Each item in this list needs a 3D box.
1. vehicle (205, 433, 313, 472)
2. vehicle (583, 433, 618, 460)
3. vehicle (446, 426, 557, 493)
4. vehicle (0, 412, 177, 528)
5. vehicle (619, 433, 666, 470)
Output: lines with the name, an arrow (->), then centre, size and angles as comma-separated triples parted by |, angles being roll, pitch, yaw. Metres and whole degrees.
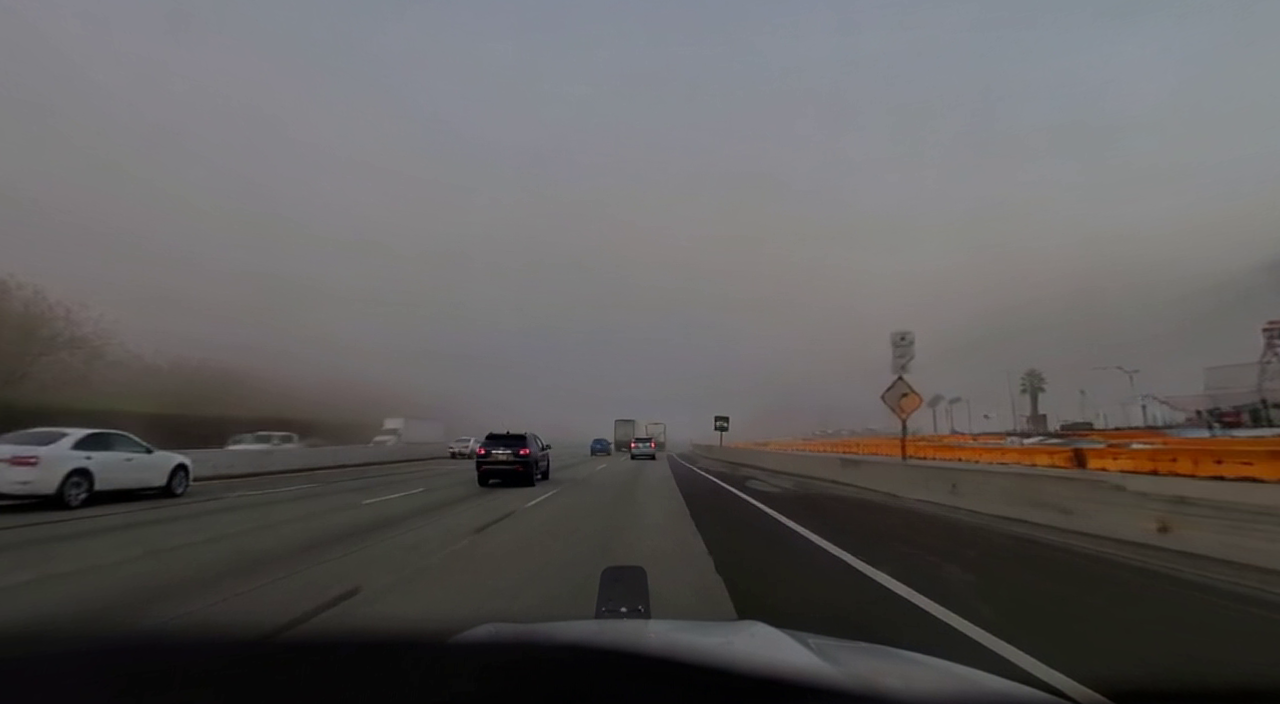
vehicle -> -17.456, 4.599, 29.215 | 2.045, 1.637, 4.560 | -1, -8, 2
vehicle -> -3.042, 7.356, 49.317 | 2.203, 1.958, 4.848 | -1, -8, 3
vehicle -> -3.941, 3.147, 18.862 | 2.108, 1.740, 4.549 | -1, -8, 2
vehicle -> -11.070, 2.054, 11.276 | 2.007, 1.815, 4.558 | -1, -8, 1
vehicle -> 0.177, 4.850, 31.042 | 2.136, 1.678, 4.052 | -1, -8, 2
